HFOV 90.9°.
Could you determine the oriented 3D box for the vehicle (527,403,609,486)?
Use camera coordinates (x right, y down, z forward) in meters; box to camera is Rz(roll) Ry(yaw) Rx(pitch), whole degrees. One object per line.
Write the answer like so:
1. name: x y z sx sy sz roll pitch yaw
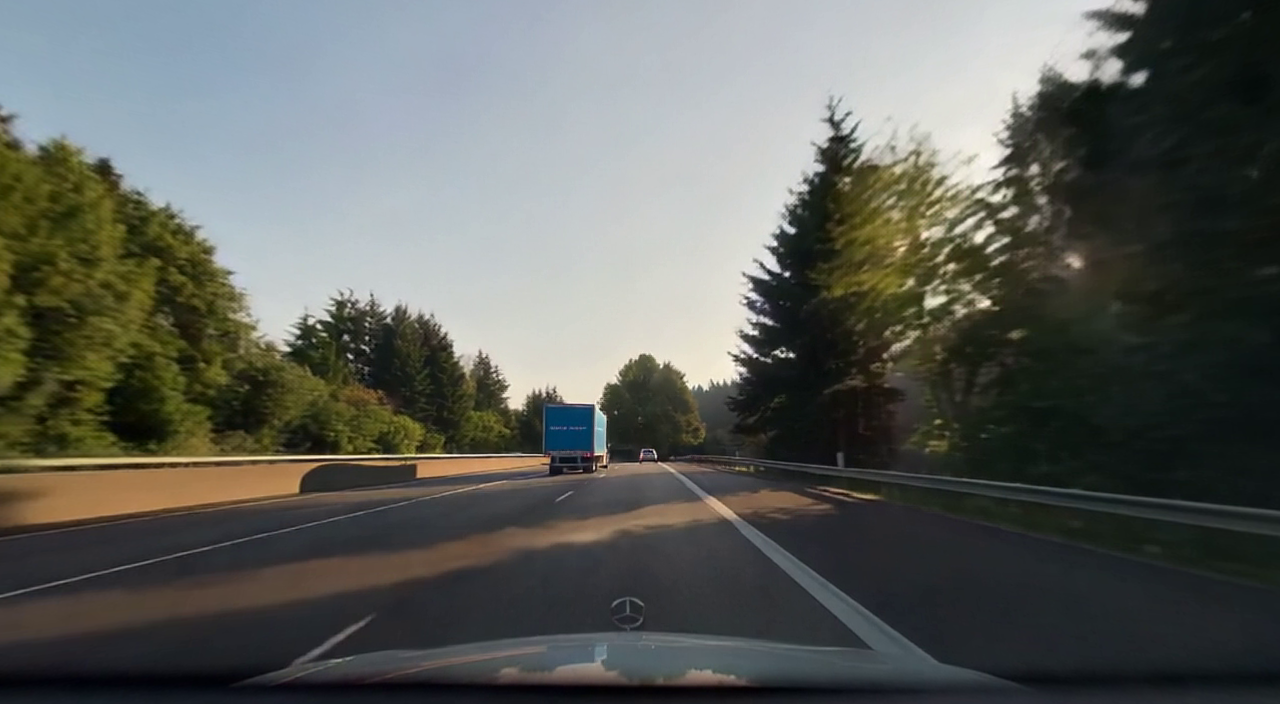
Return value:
1. vehicle: -2.920 4.063 27.588 2.695 3.151 6.885 0 -9 0
